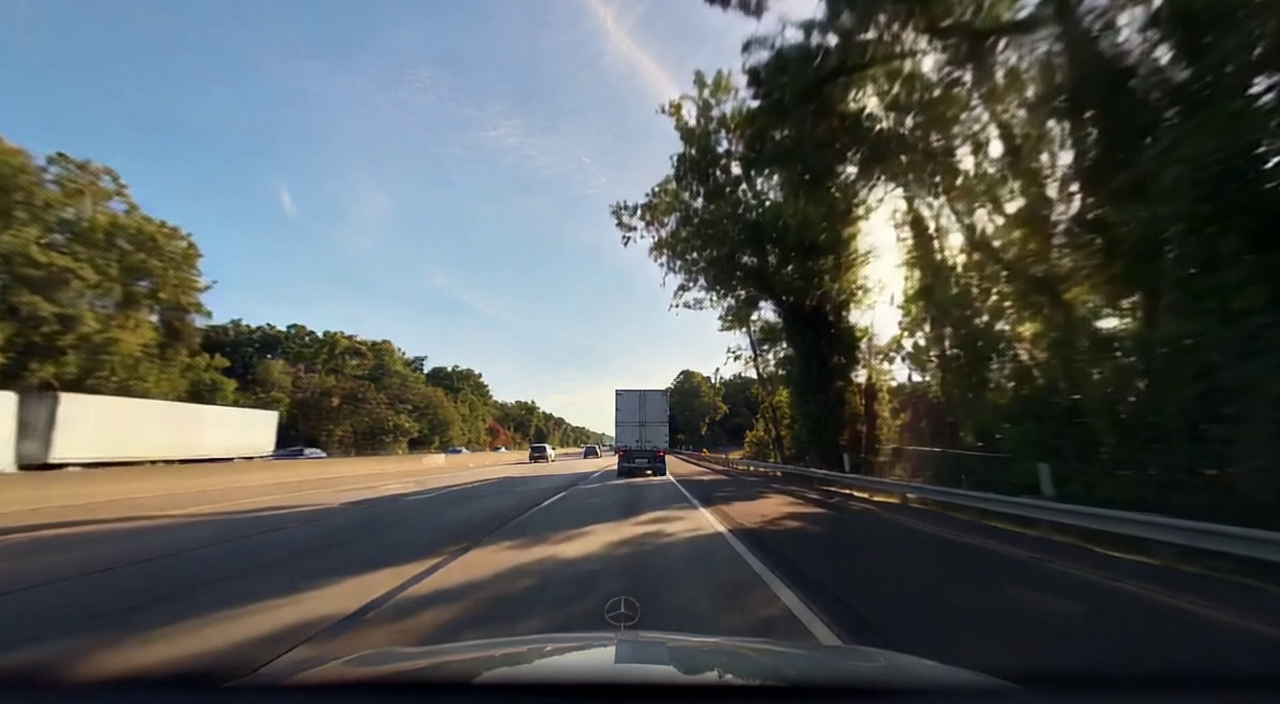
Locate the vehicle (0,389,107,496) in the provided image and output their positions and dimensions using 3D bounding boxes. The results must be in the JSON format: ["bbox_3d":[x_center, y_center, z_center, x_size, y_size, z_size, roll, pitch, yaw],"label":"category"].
[{"bbox_3d":[-25.596,3.479,24.098,2.959,3.986,8.233,0,-9,0],"label":"vehicle"}]

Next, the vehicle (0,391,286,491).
[{"bbox_3d":[-25.585,4.896,34.423,2.947,4.153,16.224,0,-9,0],"label":"vehicle"}]

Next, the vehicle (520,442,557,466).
[{"bbox_3d":[-7.558,7.626,47.286,2.066,1.674,4.423,0,-8,0],"label":"vehicle"}]

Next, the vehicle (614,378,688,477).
[{"bbox_3d":[0.386,3.984,31.986,3.052,4.132,11.336,0,-9,-1],"label":"vehicle"}]
